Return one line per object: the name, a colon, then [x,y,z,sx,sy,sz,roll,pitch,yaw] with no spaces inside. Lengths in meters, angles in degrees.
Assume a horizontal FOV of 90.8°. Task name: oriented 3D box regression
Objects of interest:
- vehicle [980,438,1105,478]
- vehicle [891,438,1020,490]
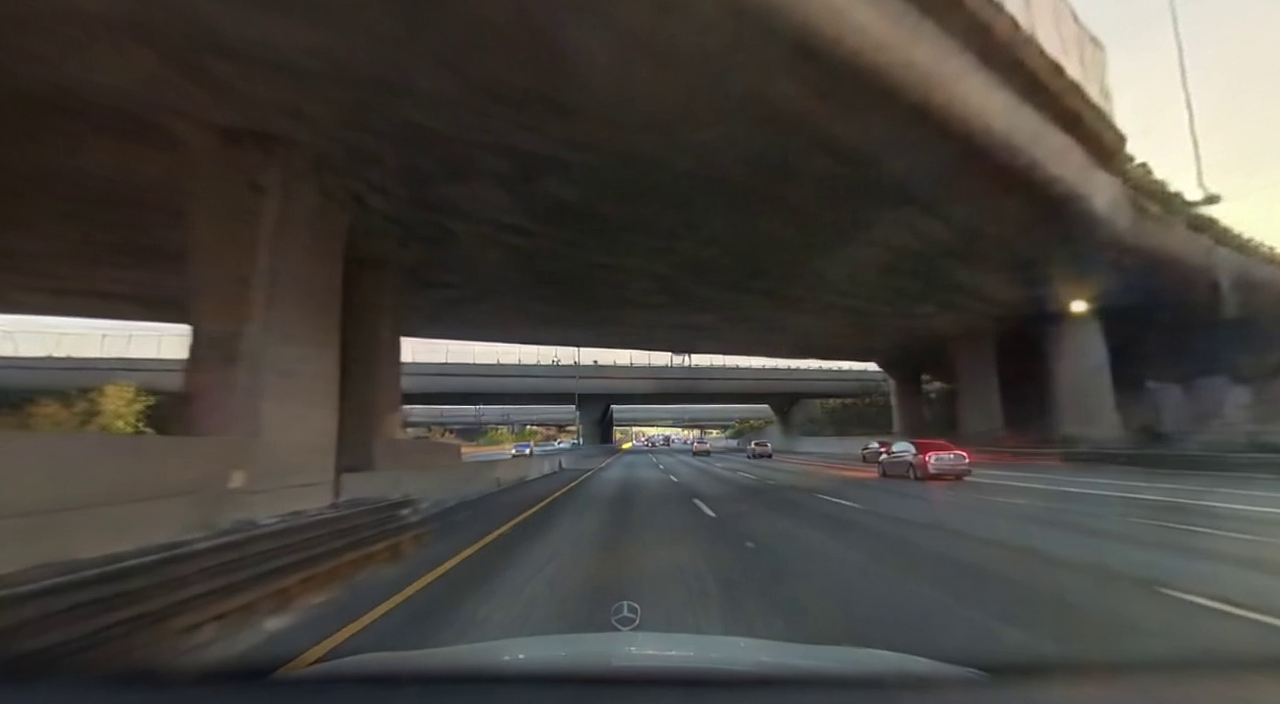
vehicle: [16.411,4.337,26.134,1.936,1.498,4.883,0,-9,-1]
vehicle: [9.551,3.407,19.570,1.836,1.418,4.132,0,-9,0]
